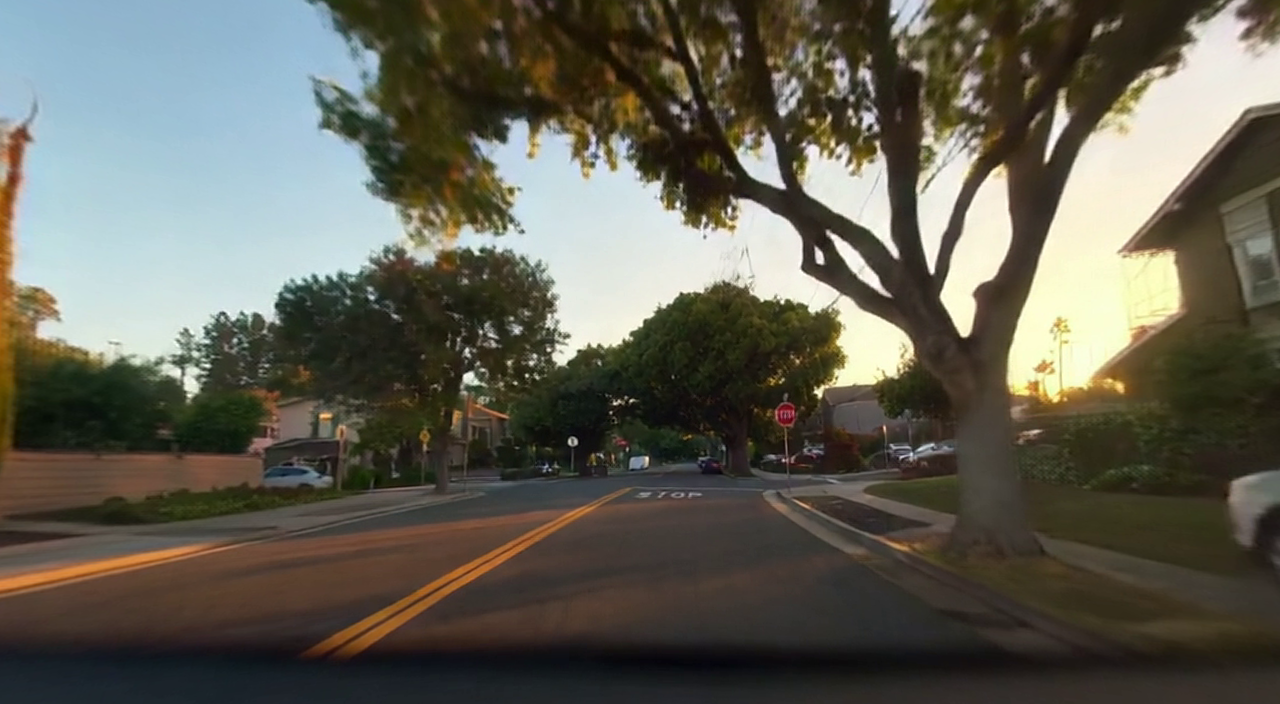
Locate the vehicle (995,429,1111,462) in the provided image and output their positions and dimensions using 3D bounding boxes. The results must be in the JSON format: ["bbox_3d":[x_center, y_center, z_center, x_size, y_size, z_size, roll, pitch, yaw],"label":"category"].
[{"bbox_3d":[19.614,4.472,30.011,4.682,1.483,1.917,3,-9,-16],"label":"vehicle"}]

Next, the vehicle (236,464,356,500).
[{"bbox_3d":[-15.541,5.895,28.682,4.320,1.443,1.867,0,-8,-4],"label":"vehicle"}]

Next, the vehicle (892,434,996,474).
[{"bbox_3d":[17.630,5.936,36.735,4.788,1.875,2.148,1,-19,-12],"label":"vehicle"}]
